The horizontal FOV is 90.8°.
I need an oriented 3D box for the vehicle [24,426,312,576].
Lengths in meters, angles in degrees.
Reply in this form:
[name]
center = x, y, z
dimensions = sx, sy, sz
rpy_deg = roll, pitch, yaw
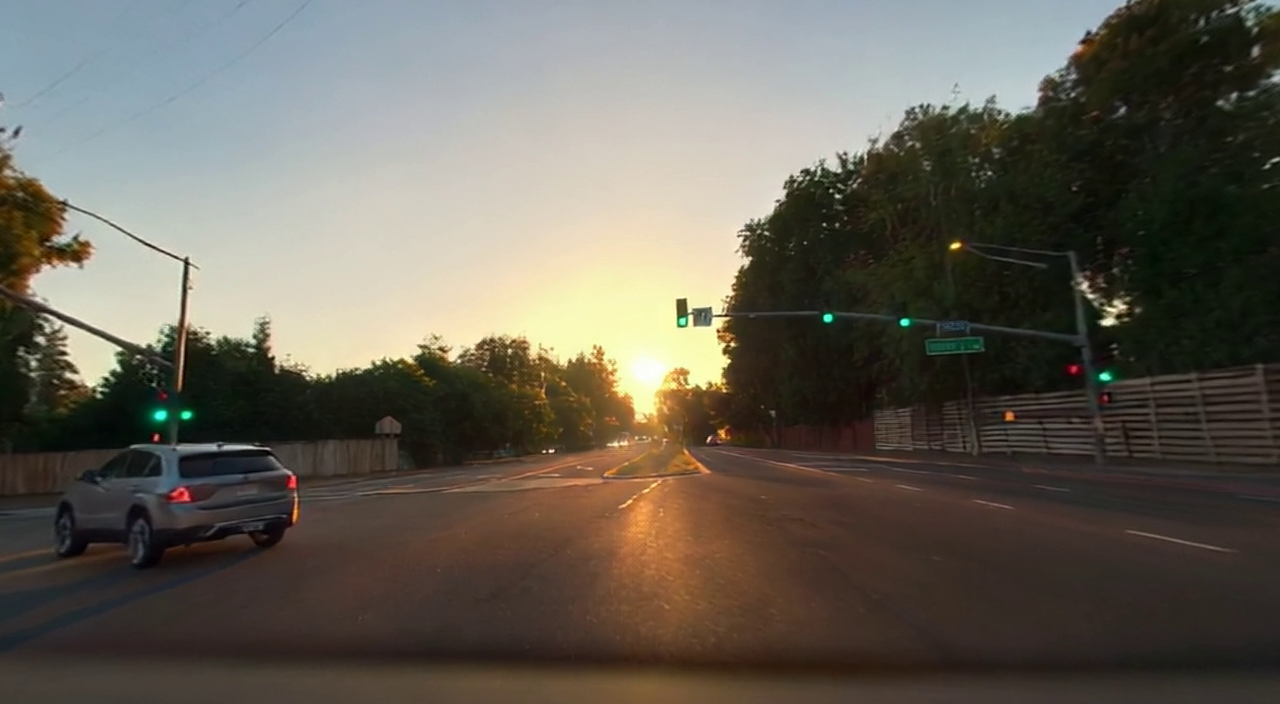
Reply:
[vehicle]
center = -7.581, 2.183, 10.065
dimensions = 4.580, 1.827, 2.230
rpy_deg = -7, -10, 35
